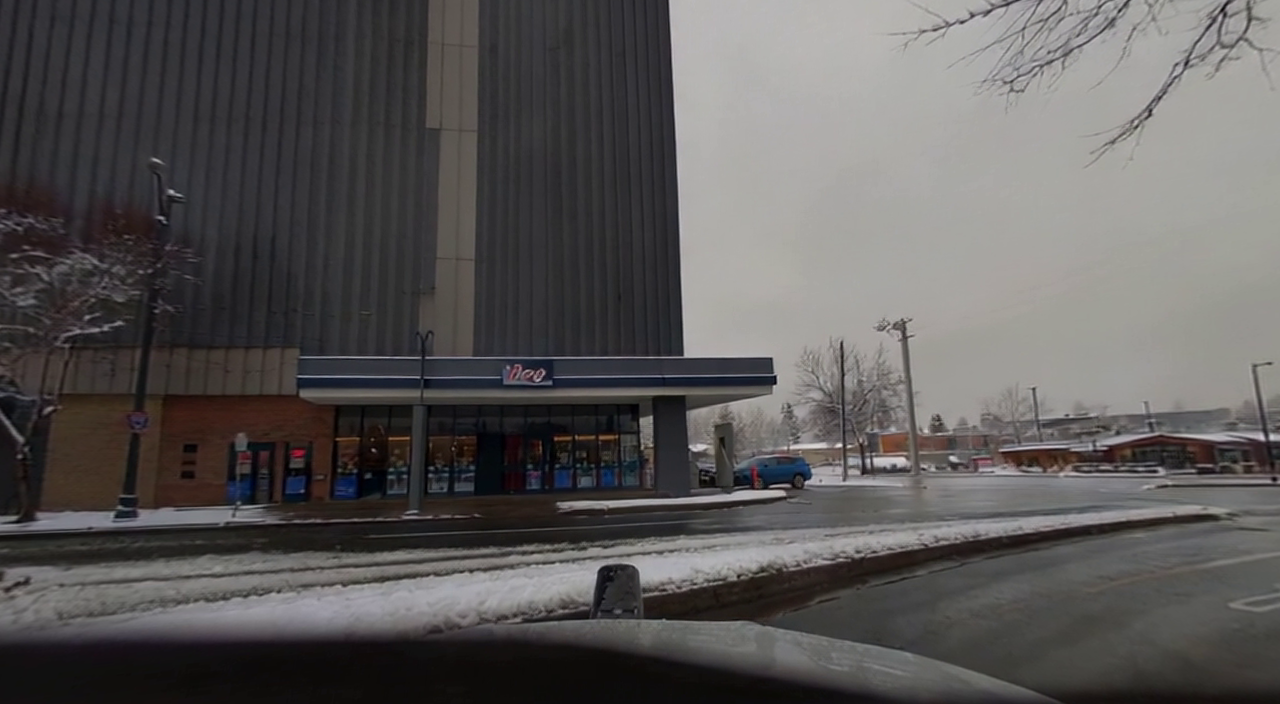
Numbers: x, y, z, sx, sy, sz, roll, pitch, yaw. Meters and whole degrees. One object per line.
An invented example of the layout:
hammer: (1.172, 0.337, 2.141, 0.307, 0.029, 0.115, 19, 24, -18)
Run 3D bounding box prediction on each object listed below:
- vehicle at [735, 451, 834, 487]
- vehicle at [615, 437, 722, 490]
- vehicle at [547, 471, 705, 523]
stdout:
vehicle: (10.646, 8.553, 46.418, 7.026, 2.329, 2.545, 5, -7, -25)
vehicle: (1.640, 6.351, 35.908, 5.524, 2.504, 2.196, 8, -8, -22)
vehicle: (-0.403, 4.609, 20.380, 4.782, 1.371, 1.763, 4, -10, -27)
